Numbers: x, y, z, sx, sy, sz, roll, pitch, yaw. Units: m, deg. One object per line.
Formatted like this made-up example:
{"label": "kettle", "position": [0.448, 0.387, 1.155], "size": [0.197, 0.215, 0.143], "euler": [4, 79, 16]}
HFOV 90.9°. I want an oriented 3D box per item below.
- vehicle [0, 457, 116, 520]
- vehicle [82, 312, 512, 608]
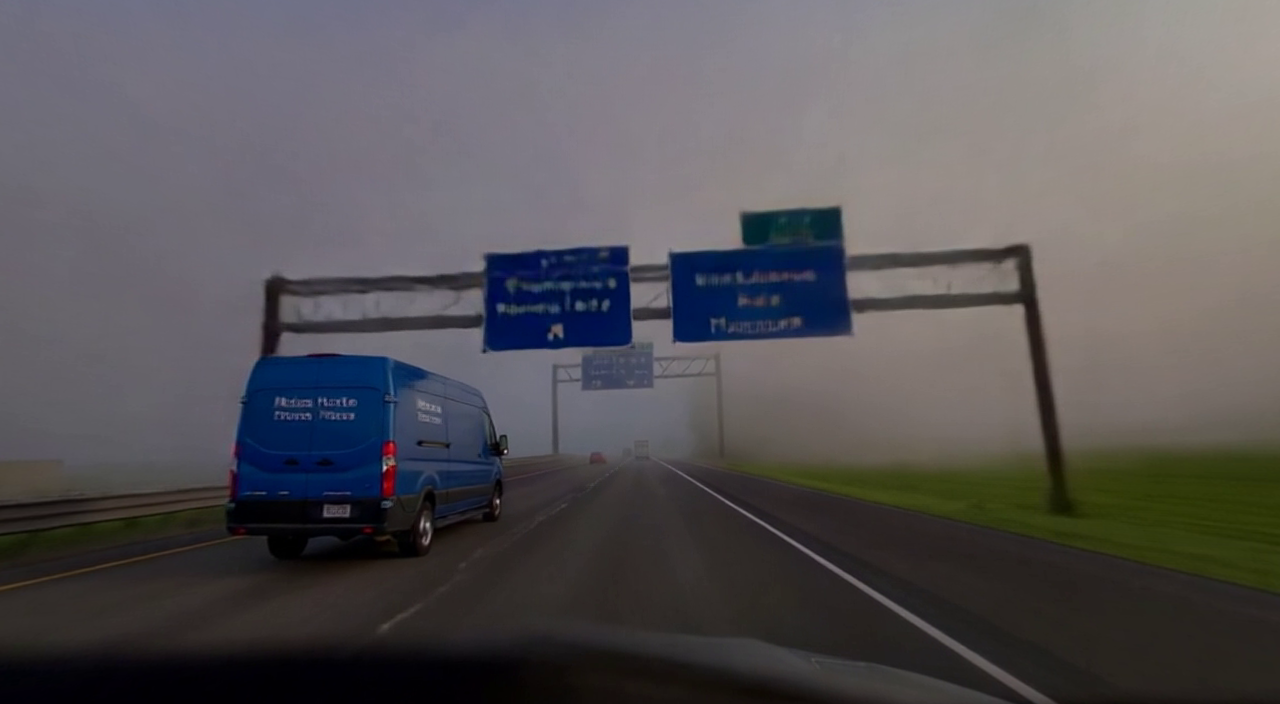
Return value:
{"label": "vehicle", "position": [-16.468, 3.506, 16.393], "size": [1.840, 1.455, 4.357], "euler": [0, -9, 1]}
{"label": "vehicle", "position": [-3.736, 1.452, 9.170], "size": [2.320, 2.636, 7.021], "euler": [0, -9, 0]}
